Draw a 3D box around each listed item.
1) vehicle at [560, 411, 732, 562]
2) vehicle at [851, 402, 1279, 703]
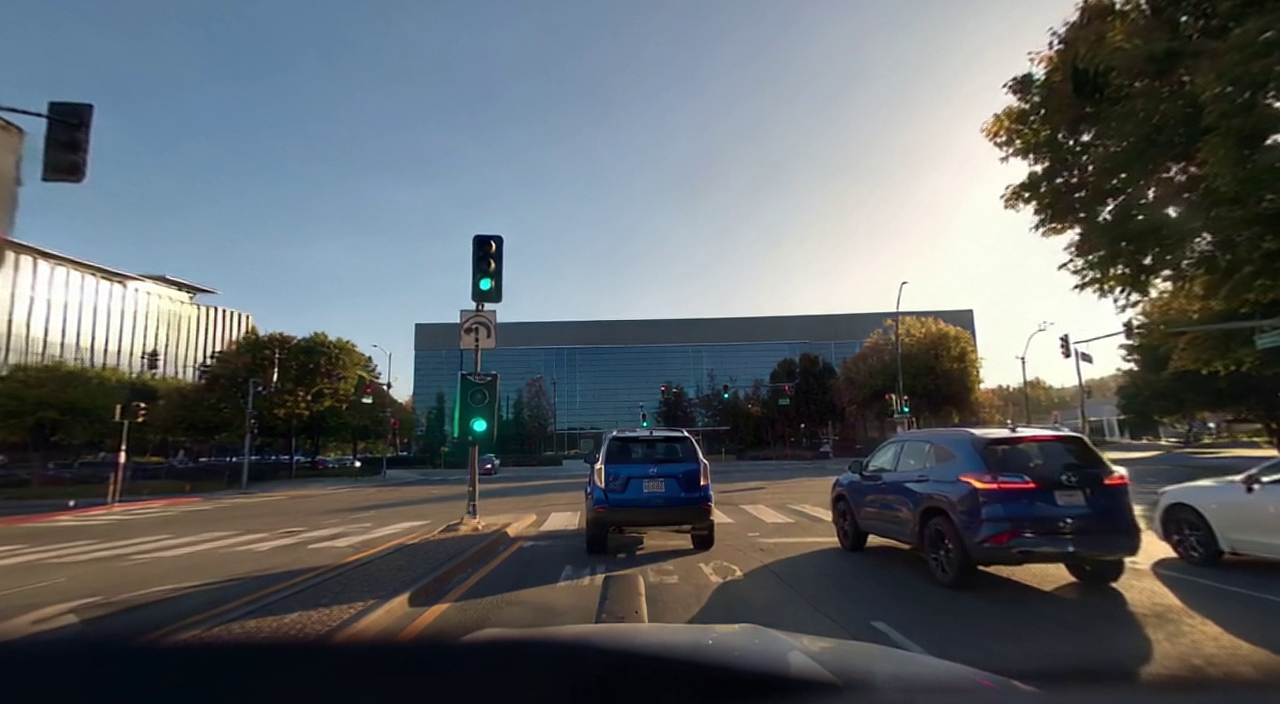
[{"bbox_3d":[0.012,1.933,9.774,2.085,1.807,4.038,0,-8,-2],"label":"vehicle"},{"bbox_3d":[3.607,1.380,5.564,1.899,1.572,4.425,0,-8,-1],"label":"vehicle"}]
